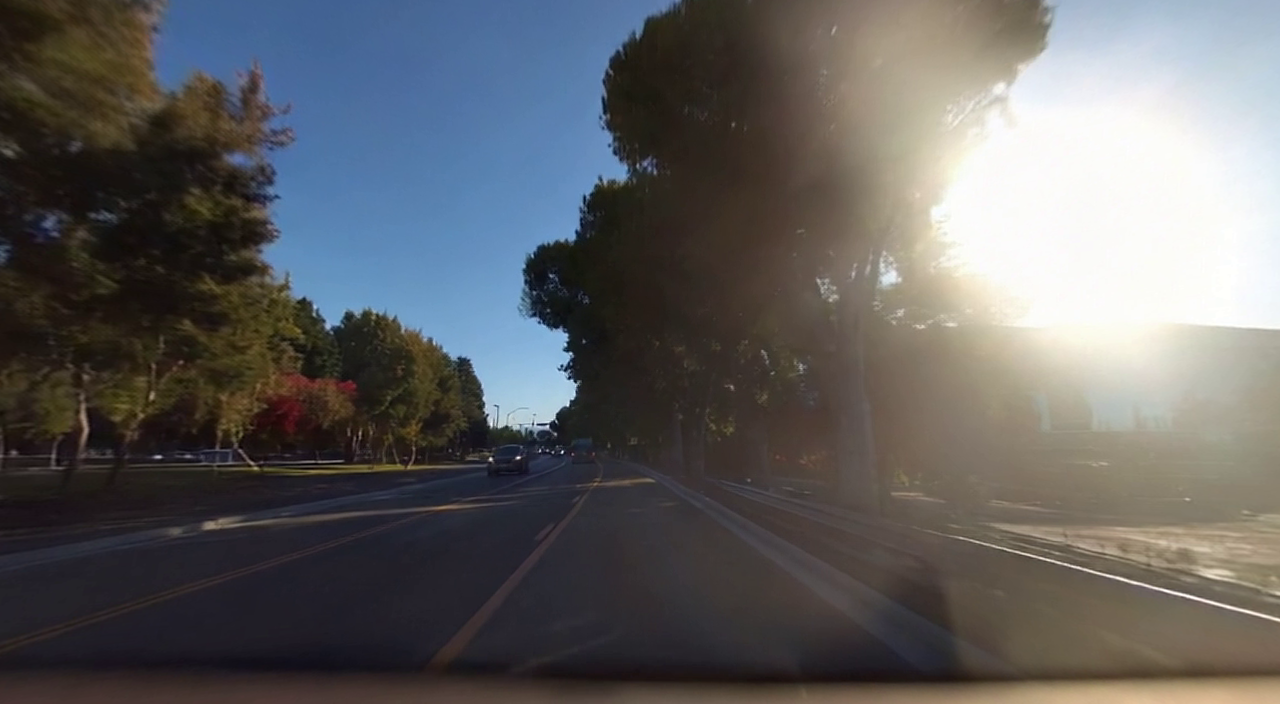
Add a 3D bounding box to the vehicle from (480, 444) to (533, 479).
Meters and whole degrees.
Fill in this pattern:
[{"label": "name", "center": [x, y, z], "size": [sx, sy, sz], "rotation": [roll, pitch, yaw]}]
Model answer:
[{"label": "vehicle", "center": [-6.989, 5.767, 33.243], "size": [2.017, 1.725, 4.115], "rotation": [0, -9, -2]}]
